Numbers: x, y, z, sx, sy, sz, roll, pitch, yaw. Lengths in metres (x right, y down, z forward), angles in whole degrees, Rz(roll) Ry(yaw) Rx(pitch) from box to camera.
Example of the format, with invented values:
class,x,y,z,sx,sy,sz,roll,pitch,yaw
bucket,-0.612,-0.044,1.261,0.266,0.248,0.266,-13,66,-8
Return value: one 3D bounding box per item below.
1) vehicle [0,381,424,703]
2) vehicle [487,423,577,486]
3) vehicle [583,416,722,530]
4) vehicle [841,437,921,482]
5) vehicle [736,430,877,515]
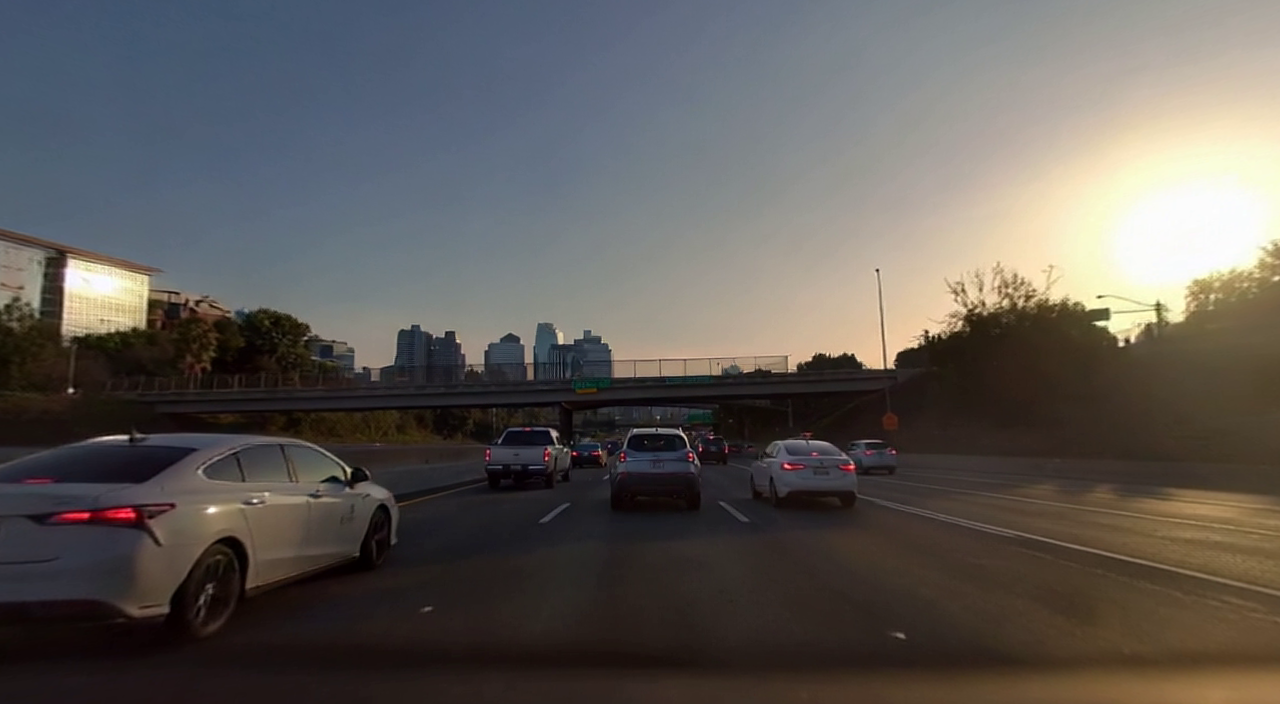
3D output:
class,x,y,z,sx,sy,sz,roll,pitch,yaw
vehicle,-3.634,1.266,5.075,2.014,1.579,4.761,0,-9,1
vehicle,-3.929,3.886,24.120,2.212,2.101,6.052,0,-9,1
vehicle,0.220,2.228,12.079,2.181,1.756,4.167,0,-9,0
vehicle,10.522,4.727,27.887,1.977,1.795,4.208,0,-9,2
vehicle,3.626,2.725,14.711,2.022,1.633,4.651,0,-9,0
